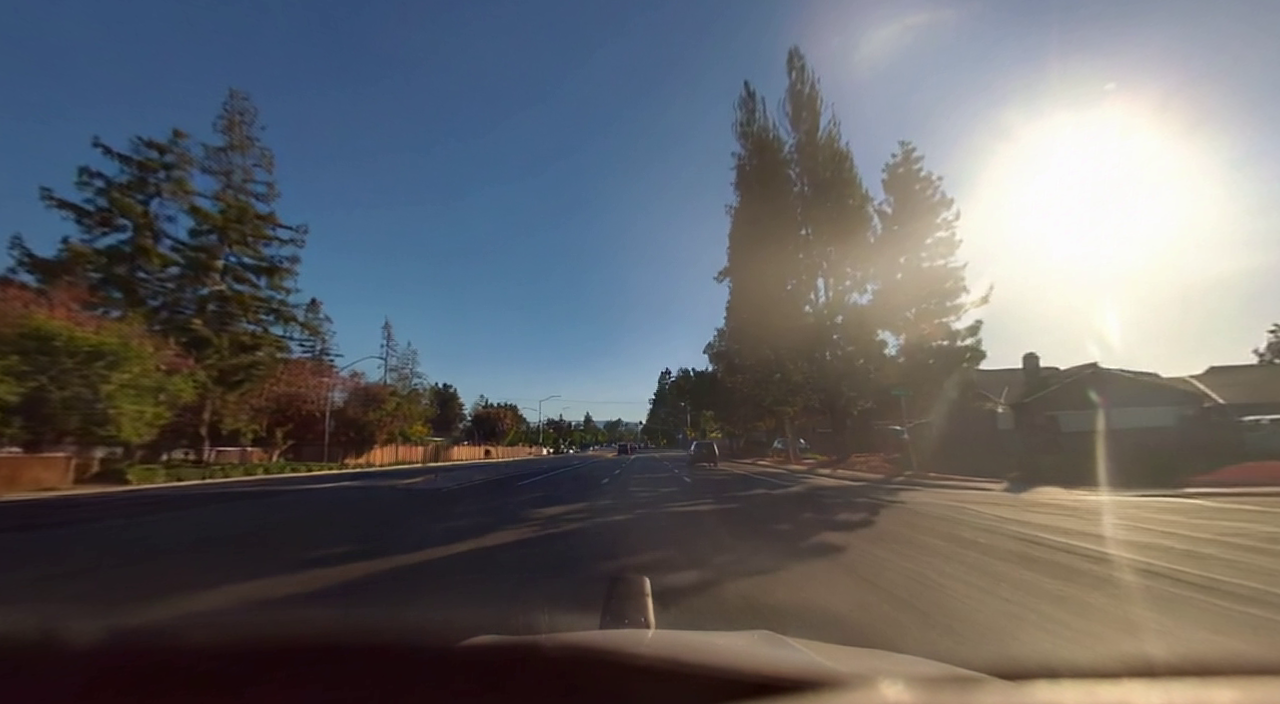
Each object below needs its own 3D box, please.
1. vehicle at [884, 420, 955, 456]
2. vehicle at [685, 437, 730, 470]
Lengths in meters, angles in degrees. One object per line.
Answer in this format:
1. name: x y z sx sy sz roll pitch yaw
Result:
1. vehicle: 15.669 4.855 35.623 2.084 1.868 5.067 0 -8 6
2. vehicle: 3.894 5.962 37.188 2.114 1.780 4.445 0 -8 -1
